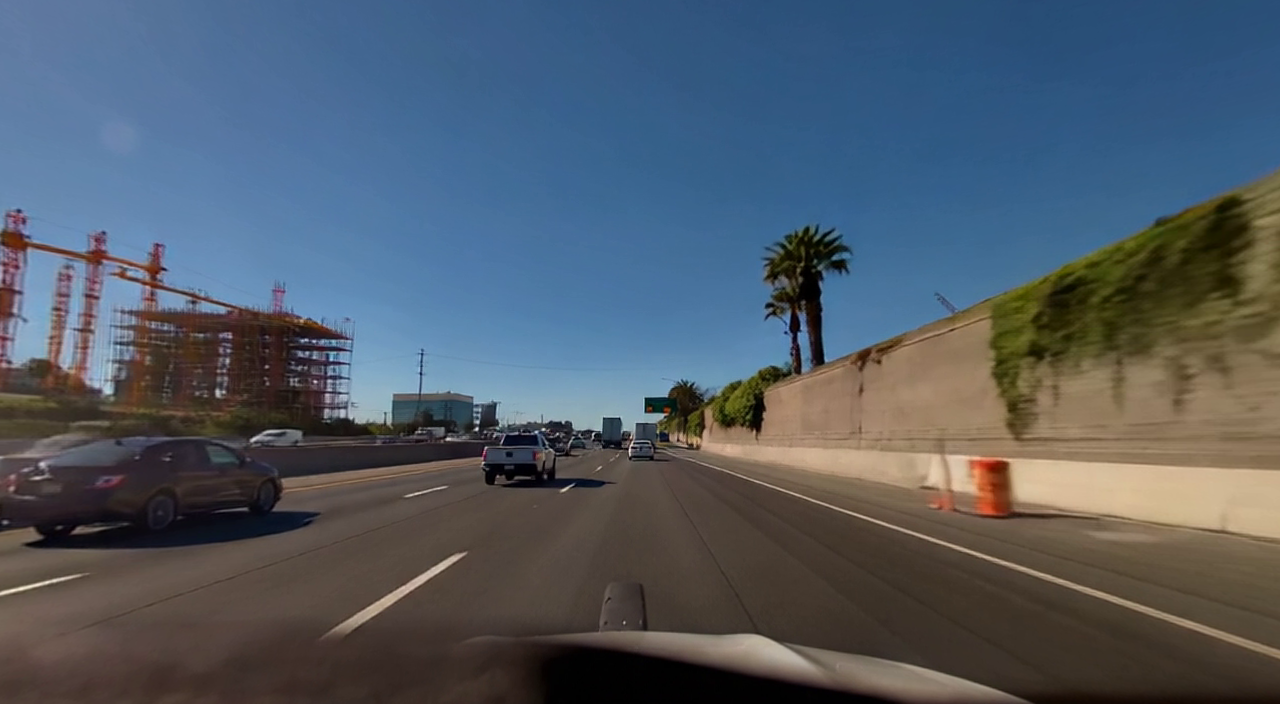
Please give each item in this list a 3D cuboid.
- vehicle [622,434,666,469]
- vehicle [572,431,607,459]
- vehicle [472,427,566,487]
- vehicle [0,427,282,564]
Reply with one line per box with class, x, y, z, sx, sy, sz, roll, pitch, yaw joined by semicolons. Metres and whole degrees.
vehicle;0.193;5.048;32.236;2.136;1.678;4.052;0;-8;0
vehicle;-3.780;7.078;48.142;2.203;1.958;4.848;0;-8;1
vehicle;-3.807;3.399;20.739;2.108;1.740;4.549;0;-8;1
vehicle;-7.449;1.878;9.107;1.949;1.476;4.410;0;-8;0
